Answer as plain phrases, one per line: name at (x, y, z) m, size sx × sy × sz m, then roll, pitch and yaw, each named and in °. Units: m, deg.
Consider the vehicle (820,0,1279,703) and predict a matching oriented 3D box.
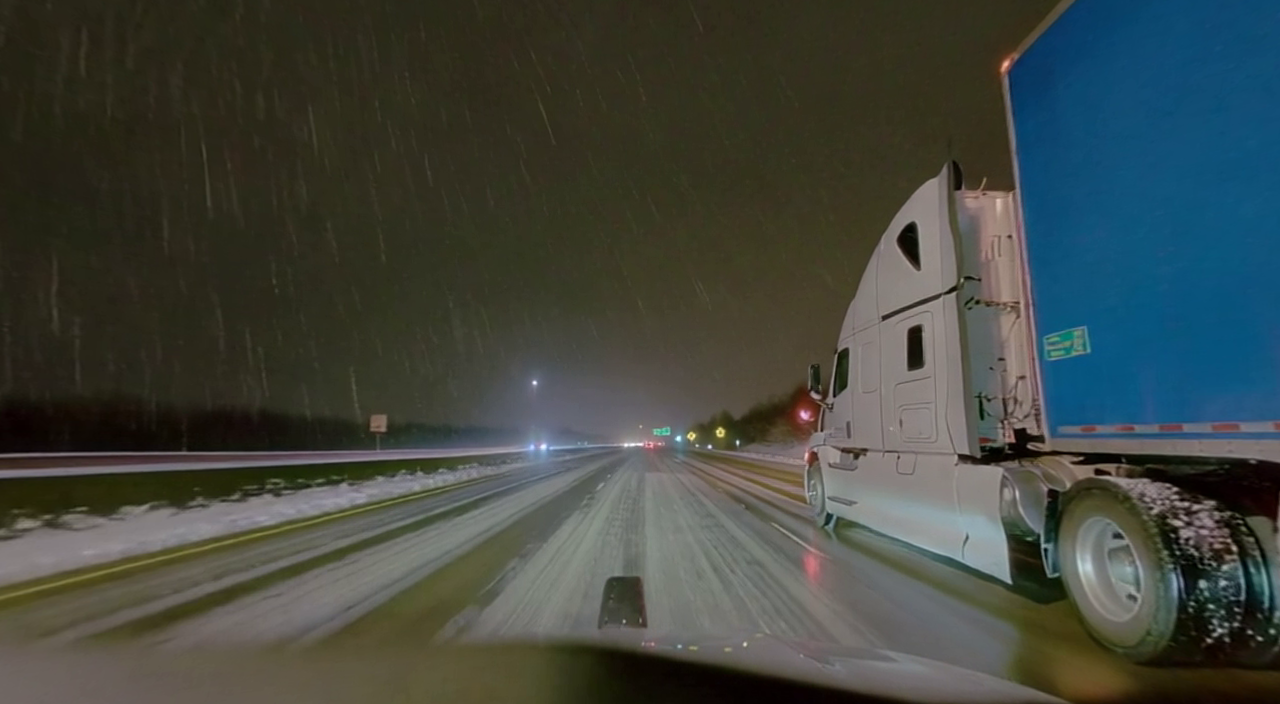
vehicle at (3.762, -0.106, 3.224) m, size 3.012 × 3.768 × 8.945 m, roll 0°, pitch -8°, yaw 0°
